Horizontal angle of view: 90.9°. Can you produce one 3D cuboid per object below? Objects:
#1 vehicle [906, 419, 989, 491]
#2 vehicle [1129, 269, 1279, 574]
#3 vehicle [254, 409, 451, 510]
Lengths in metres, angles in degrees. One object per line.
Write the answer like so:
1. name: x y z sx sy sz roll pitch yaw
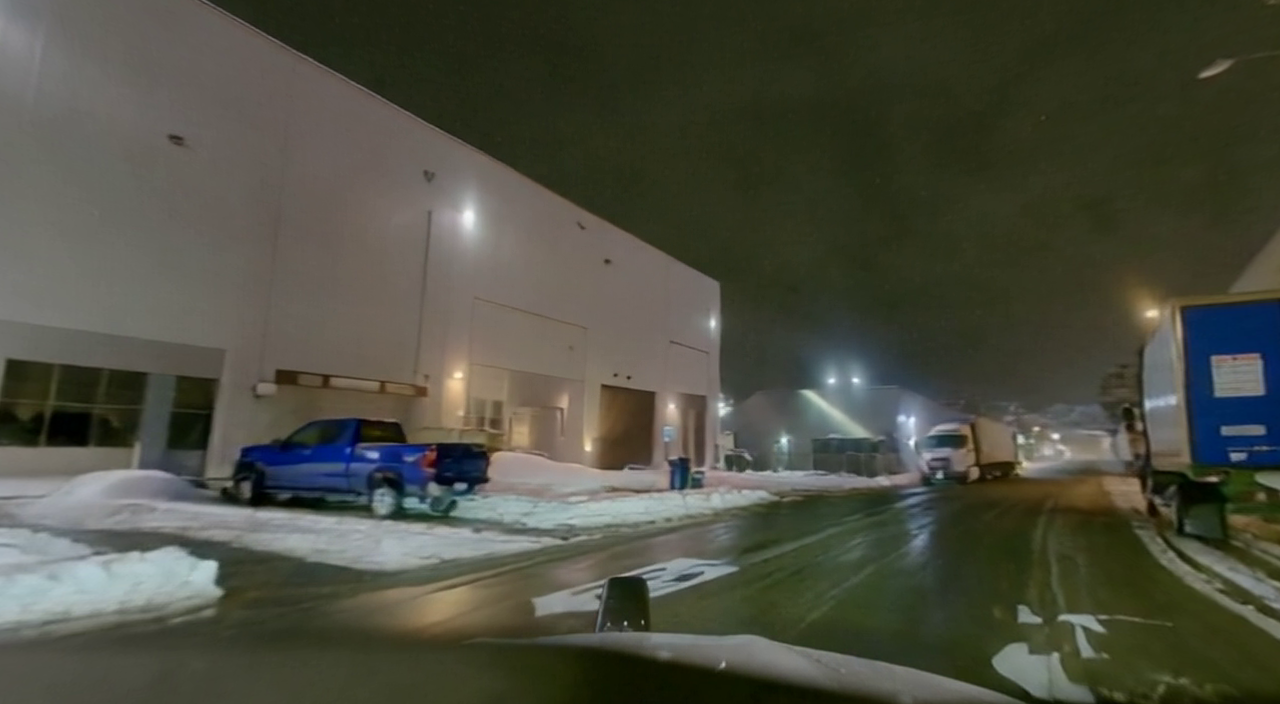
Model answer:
1. vehicle: 20.189 6.606 41.116 3.111 4.217 7.722 -7 -10 37
2. vehicle: 13.465 1.630 14.116 2.966 4.658 11.455 -6 -10 34
3. vehicle: -9.855 3.606 22.348 2.298 3.004 6.271 -8 -8 26
